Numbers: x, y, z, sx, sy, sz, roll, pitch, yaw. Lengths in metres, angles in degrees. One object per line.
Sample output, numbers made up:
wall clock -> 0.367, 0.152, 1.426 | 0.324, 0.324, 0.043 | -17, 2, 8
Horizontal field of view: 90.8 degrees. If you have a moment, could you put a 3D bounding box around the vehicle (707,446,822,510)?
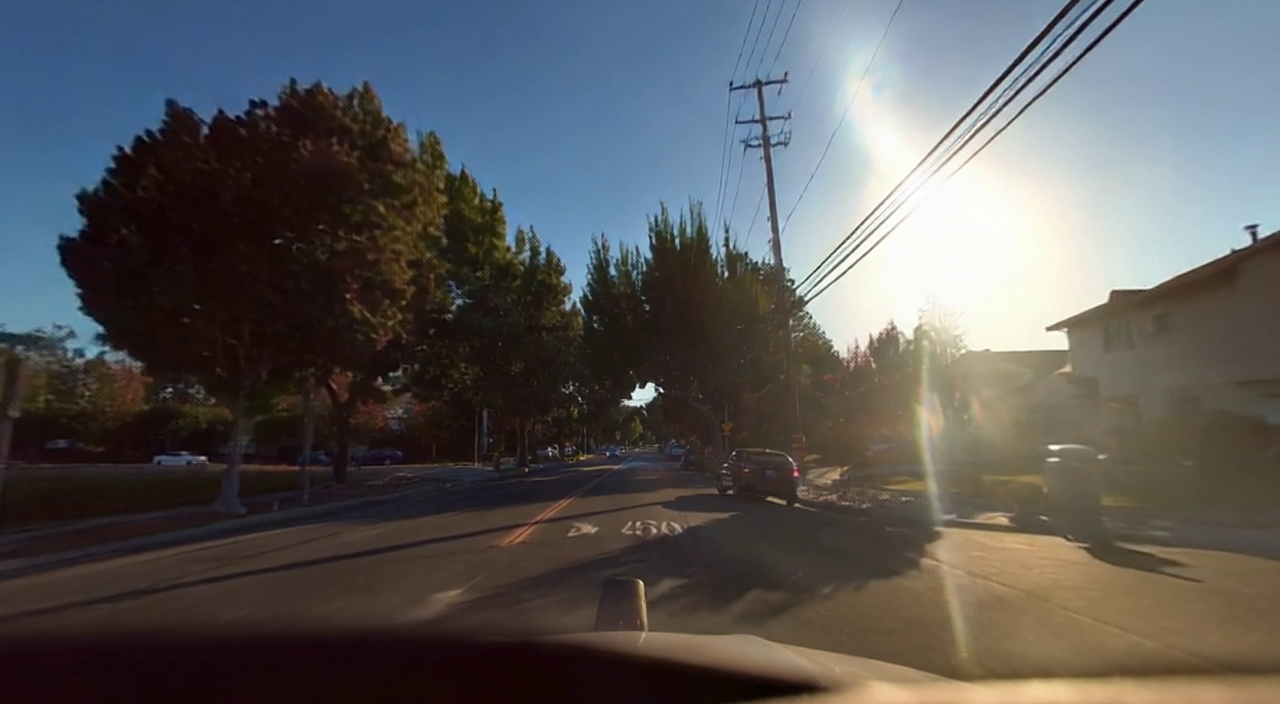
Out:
vehicle -> 3.101, 3.235, 16.829 | 1.990, 1.435, 4.526 | 0, -8, -2

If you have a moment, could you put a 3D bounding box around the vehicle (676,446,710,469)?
vehicle -> 3.600, 7.310, 43.889 | 1.915, 1.491, 4.642 | 0, -8, 0
